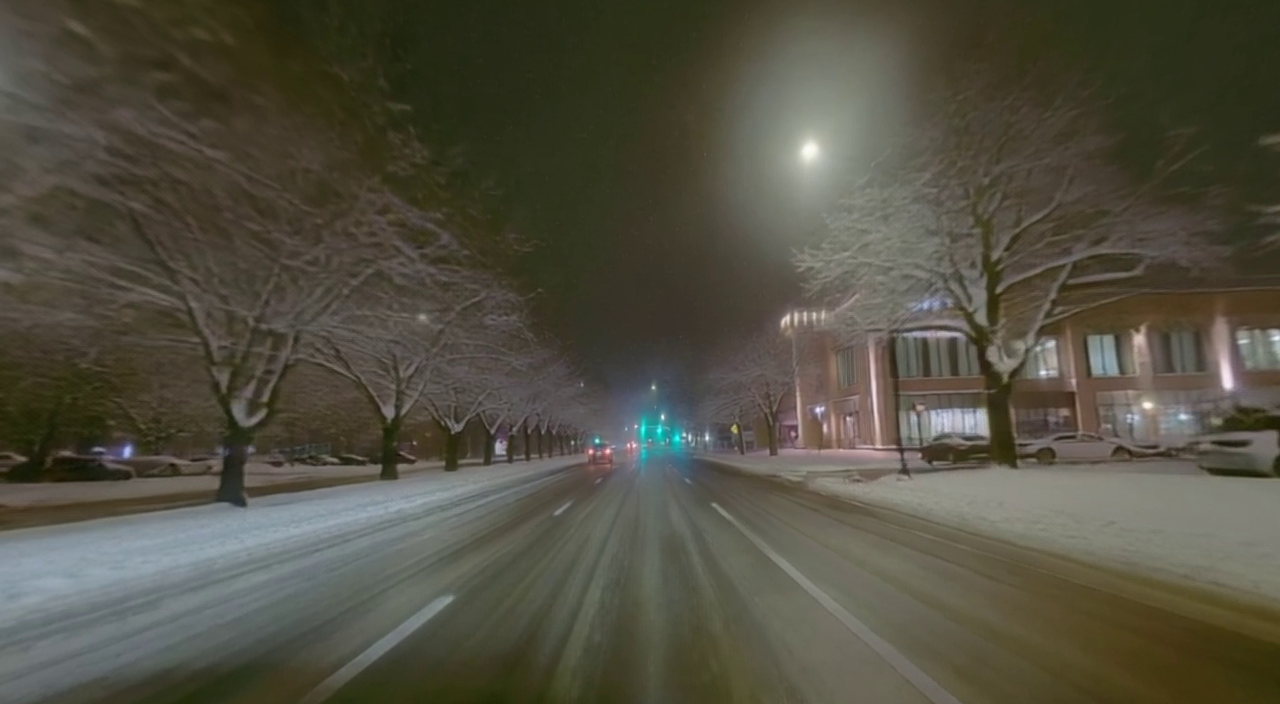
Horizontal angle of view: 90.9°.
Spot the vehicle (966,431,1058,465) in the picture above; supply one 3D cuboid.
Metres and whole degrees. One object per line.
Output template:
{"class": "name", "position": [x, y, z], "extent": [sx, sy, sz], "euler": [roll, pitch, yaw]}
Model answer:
{"class": "vehicle", "position": [19.747, 5.087, 33.708], "extent": [2.074, 1.607, 4.465], "euler": [-2, -8, -1]}

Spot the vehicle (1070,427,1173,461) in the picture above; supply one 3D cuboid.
{"class": "vehicle", "position": [25.524, 4.889, 33.616], "extent": [2.024, 1.683, 4.322], "euler": [0, -8, 0]}

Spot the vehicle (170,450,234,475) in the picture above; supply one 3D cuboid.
{"class": "vehicle", "position": [-31.327, 7.877, 45.212], "extent": [1.830, 1.663, 4.166], "euler": [1, -8, -6]}

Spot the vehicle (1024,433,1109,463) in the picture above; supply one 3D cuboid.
{"class": "vehicle", "position": [22.610, 5.074, 33.585], "extent": [1.828, 1.450, 3.730], "euler": [-2, -8, -1]}

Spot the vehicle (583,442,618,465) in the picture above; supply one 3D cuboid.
{"class": "vehicle", "position": [-2.741, 7.149, 44.557], "extent": [2.082, 1.460, 4.442], "euler": [0, -8, 1]}

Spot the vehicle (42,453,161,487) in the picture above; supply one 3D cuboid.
{"class": "vehicle", "position": [-27.616, 6.038, 32.557], "extent": [1.910, 1.498, 4.703], "euler": [0, -8, 2]}

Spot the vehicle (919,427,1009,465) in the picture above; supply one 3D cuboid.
{"class": "vehicle", "position": [17.089, 4.997, 33.592], "extent": [2.038, 1.827, 4.870], "euler": [0, -8, -2]}

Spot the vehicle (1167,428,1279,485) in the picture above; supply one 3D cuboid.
{"class": "vehicle", "position": [17.515, 2.824, 17.194], "extent": [4.546, 1.417, 1.932], "euler": [0, -8, -2]}
